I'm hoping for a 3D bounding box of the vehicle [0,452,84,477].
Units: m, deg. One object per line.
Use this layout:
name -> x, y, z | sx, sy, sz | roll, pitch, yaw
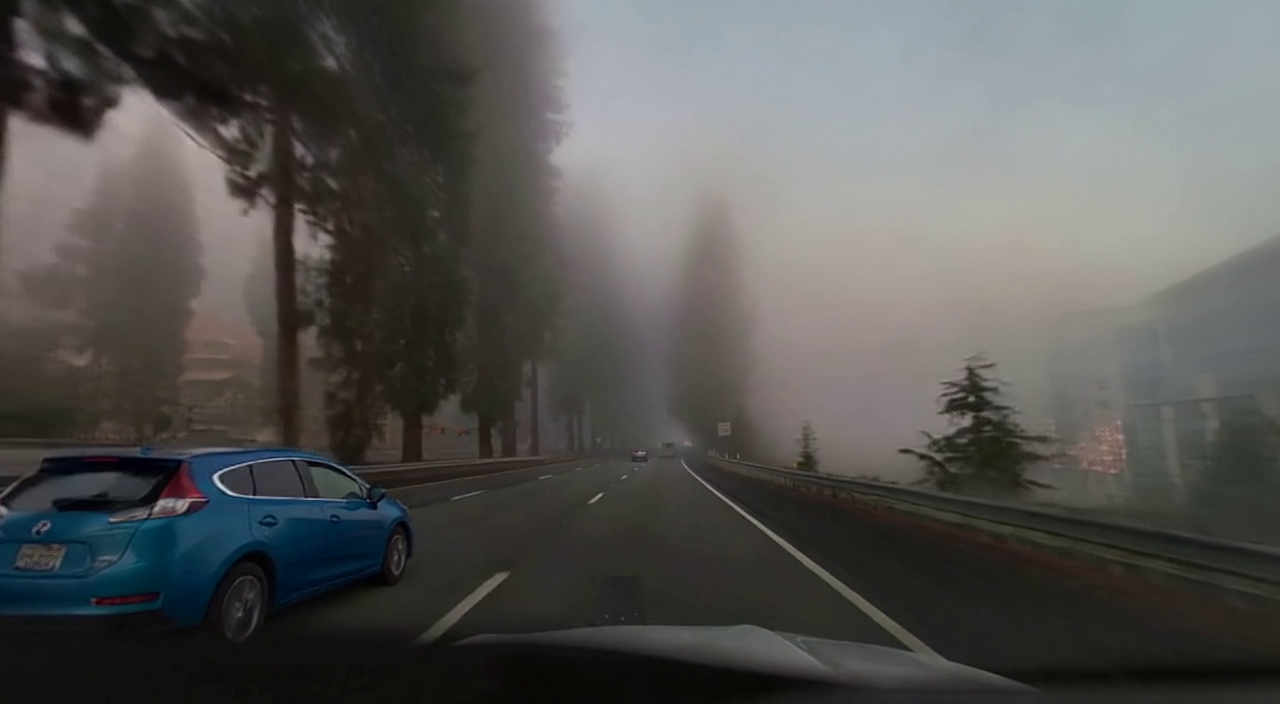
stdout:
vehicle -> -42.598, 7.945, 44.735 | 1.821, 1.533, 4.521 | -2, -8, 8
